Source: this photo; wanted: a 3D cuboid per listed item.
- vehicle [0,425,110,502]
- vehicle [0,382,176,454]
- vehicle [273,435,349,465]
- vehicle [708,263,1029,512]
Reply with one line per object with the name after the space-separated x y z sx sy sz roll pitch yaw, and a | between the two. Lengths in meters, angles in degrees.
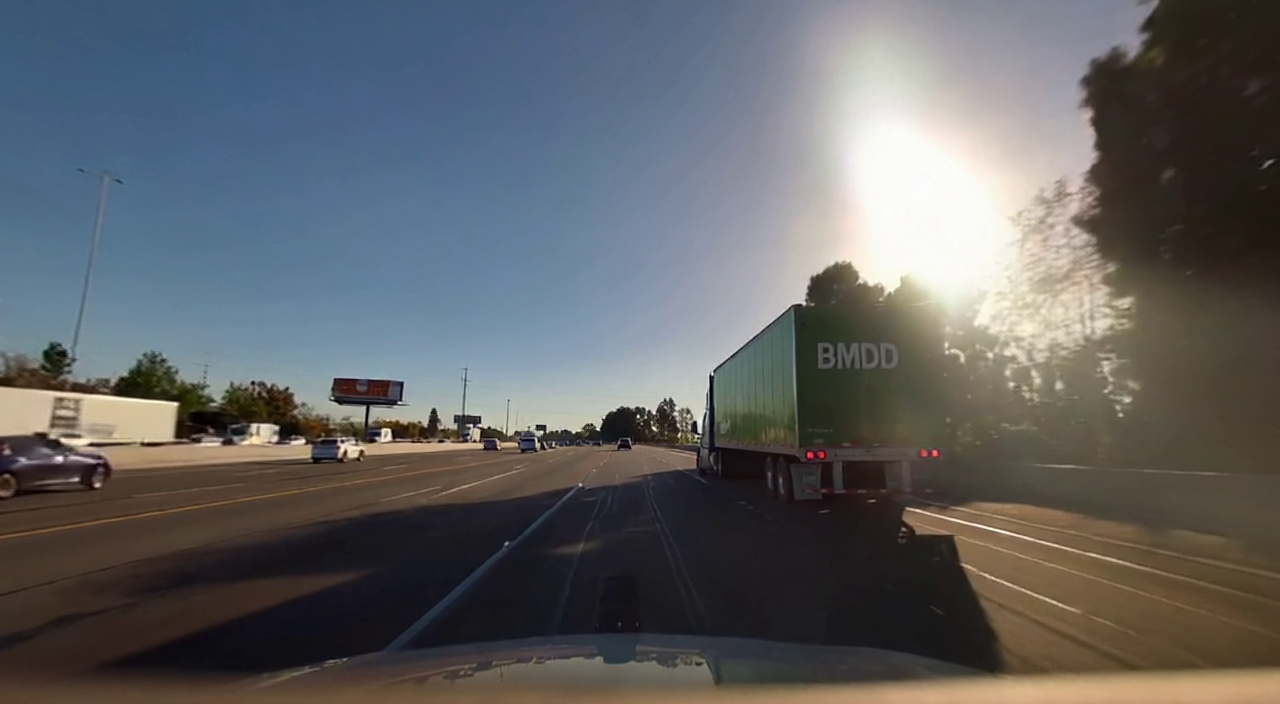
-14.720 2.400 13.578 1.970 1.618 5.364 0 -8 0 | vehicle
-38.659 4.700 42.474 2.924 4.077 16.538 0 -8 -2 | vehicle
-18.437 5.514 35.660 1.913 1.540 4.540 0 -8 -1 | vehicle
4.357 1.609 17.442 2.891 3.944 15.051 0 -8 -2 | vehicle
